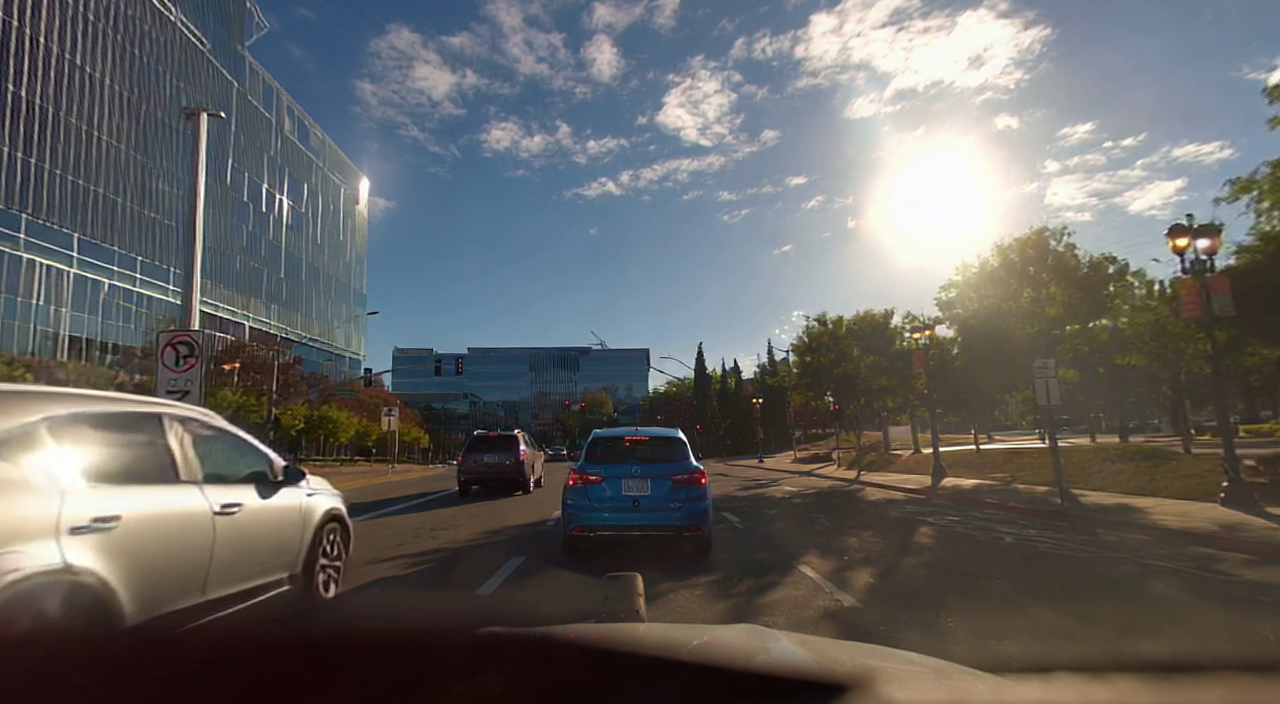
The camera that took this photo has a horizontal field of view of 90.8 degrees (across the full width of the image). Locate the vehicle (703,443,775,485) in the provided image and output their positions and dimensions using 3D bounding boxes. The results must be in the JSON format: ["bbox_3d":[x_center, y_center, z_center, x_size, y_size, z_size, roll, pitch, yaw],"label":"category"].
[{"bbox_3d":[3.713,4.267,24.448,2.082,1.445,4.426,0,-8,0],"label":"vehicle"}]

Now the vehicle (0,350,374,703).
[{"bbox_3d":[-3.574,1.020,3.678,2.083,1.691,4.398,0,-8,1],"label":"vehicle"}]

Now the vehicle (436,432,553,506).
[{"bbox_3d":[-3.621,2.992,16.594,2.068,1.678,4.199,0,-8,0],"label":"vehicle"}]

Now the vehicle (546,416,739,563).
[{"bbox_3d":[0.011,1.888,9.398,2.207,1.659,4.155,0,-8,0],"label":"vehicle"}]
